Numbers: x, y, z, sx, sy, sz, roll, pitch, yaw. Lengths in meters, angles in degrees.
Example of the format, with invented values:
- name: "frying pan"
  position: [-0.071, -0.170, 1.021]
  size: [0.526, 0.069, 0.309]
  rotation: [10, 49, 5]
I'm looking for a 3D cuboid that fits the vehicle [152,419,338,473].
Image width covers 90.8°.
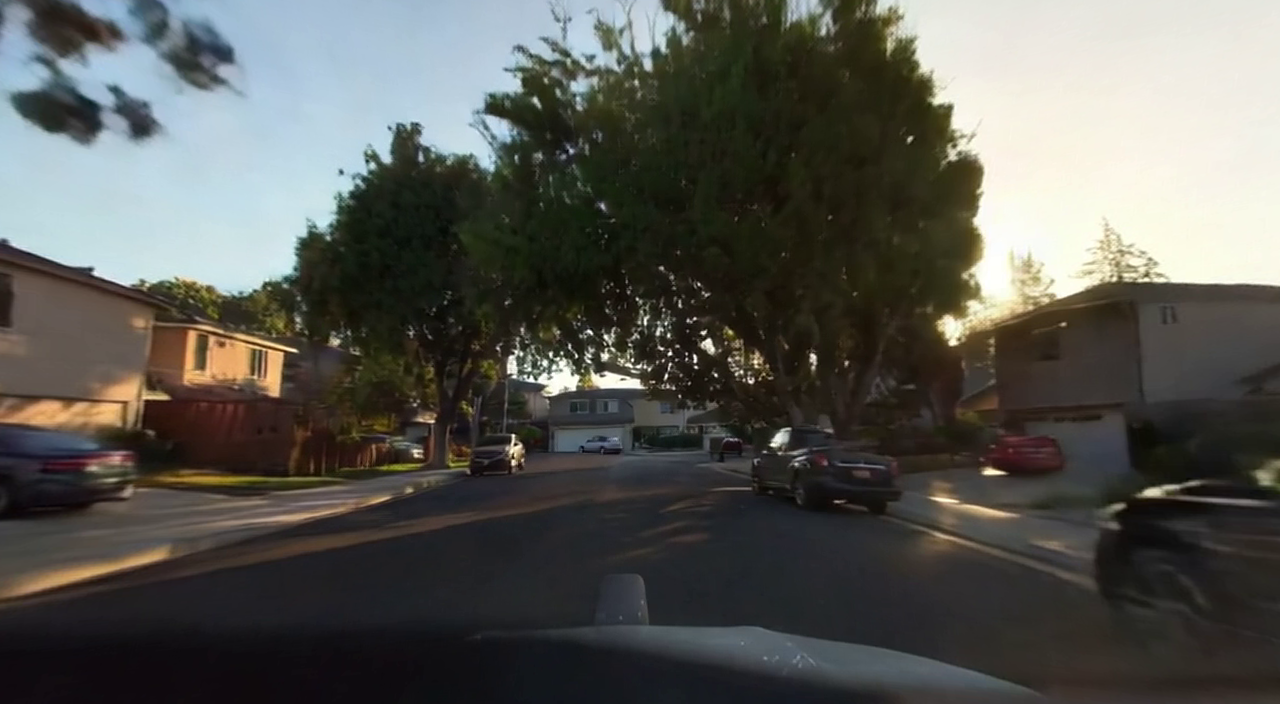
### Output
- name: "vehicle"
  position: [-11.780, 2.843, 19.082]
  size: [4.221, 1.508, 2.032]
  rotation: [0, -8, -1]

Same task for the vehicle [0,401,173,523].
- name: "vehicle"
  position: [-9.920, 1.565, 9.161]
  size: [4.672, 1.540, 2.079]
  rotation: [-1, -8, 2]

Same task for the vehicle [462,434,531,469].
- name: "vehicle"
  position: [-6.757, 4.593, 29.259]
  size: [2.236, 1.459, 4.832]
  rotation: [3, -9, -23]

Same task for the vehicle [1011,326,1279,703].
- name: "vehicle"
  position: [3.924, 0.747, 2.323]
  size: [2.166, 1.842, 4.644]
  rotation: [0, -7, -2]

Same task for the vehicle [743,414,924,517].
- name: "vehicle"
  position: [3.919, 2.398, 14.018]
  size: [2.235, 1.829, 5.194]
  rotation: [0, -8, -1]
